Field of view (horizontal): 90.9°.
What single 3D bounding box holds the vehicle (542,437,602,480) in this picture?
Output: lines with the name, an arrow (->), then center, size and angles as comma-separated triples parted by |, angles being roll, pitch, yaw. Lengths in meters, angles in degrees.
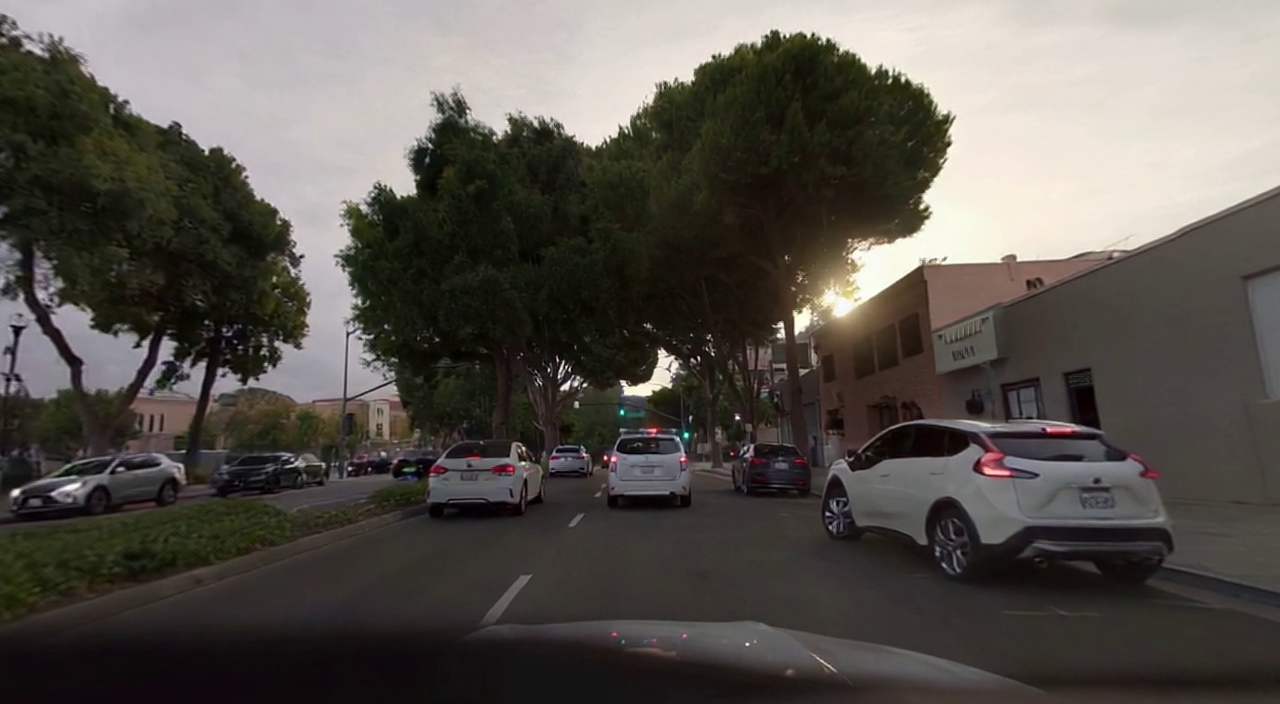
vehicle -> -3.038, 4.884, 29.185 | 2.135, 1.806, 4.514 | 0, -8, 2

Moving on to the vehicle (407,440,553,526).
vehicle -> -3.067, 2.592, 13.105 | 1.908, 1.474, 4.257 | 0, -8, 0

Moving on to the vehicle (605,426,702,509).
vehicle -> 0.309, 2.776, 15.571 | 2.075, 1.770, 4.018 | 0, -8, 0

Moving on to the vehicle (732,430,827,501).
vehicle -> 4.040, 3.355, 19.032 | 2.025, 1.813, 4.372 | 2, -8, 2

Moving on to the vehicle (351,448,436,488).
vehicle -> -10.827, 5.092, 28.071 | 1.858, 1.577, 4.593 | 0, -8, 1

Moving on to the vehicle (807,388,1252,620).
vehicle -> 4.039, 1.699, 8.228 | 2.038, 1.865, 5.786 | 2, -9, -1

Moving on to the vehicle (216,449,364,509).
vehicle -> -10.844, 3.919, 20.016 | 2.158, 1.494, 4.480 | -4, -9, 1

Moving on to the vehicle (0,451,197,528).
vehicle -> -14.447, 3.579, 16.967 | 2.056, 1.619, 4.270 | -4, -8, -1
